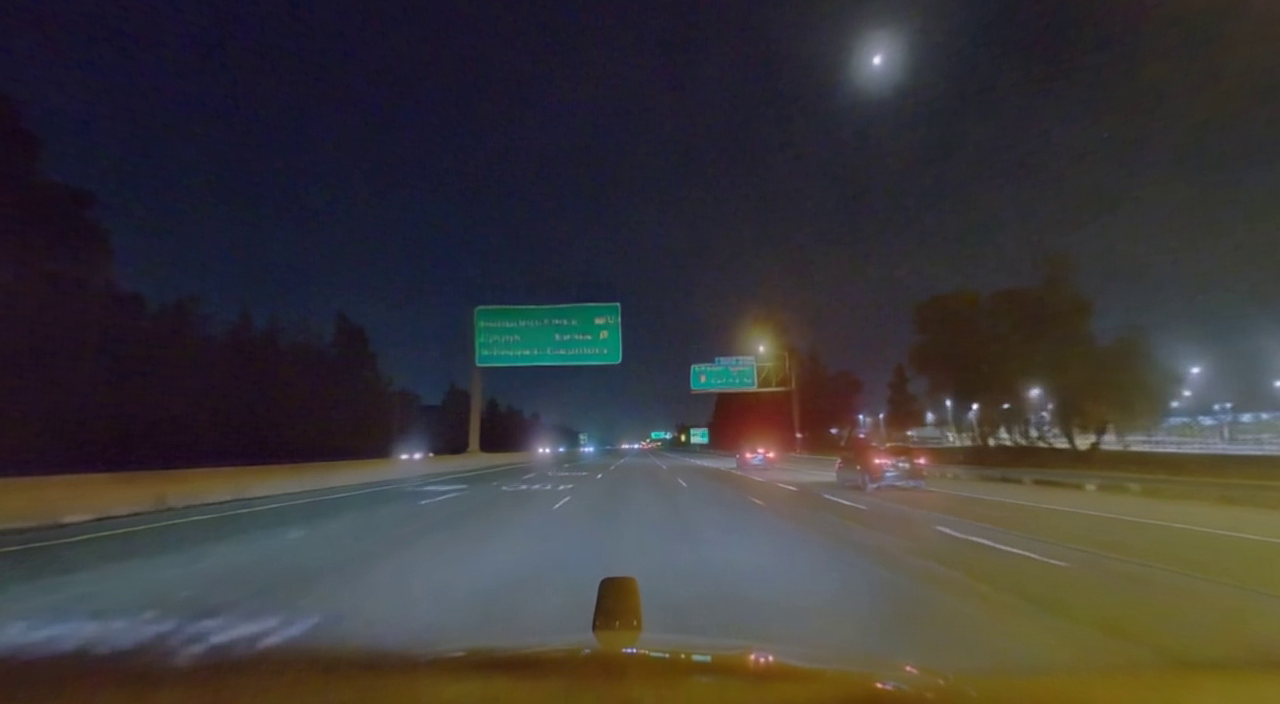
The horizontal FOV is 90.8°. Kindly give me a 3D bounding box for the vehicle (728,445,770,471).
[{"bbox_3d":[7.165,7.014,42.113,1.958,1.498,4.447,0,-7,-1],"label":"vehicle"}]
